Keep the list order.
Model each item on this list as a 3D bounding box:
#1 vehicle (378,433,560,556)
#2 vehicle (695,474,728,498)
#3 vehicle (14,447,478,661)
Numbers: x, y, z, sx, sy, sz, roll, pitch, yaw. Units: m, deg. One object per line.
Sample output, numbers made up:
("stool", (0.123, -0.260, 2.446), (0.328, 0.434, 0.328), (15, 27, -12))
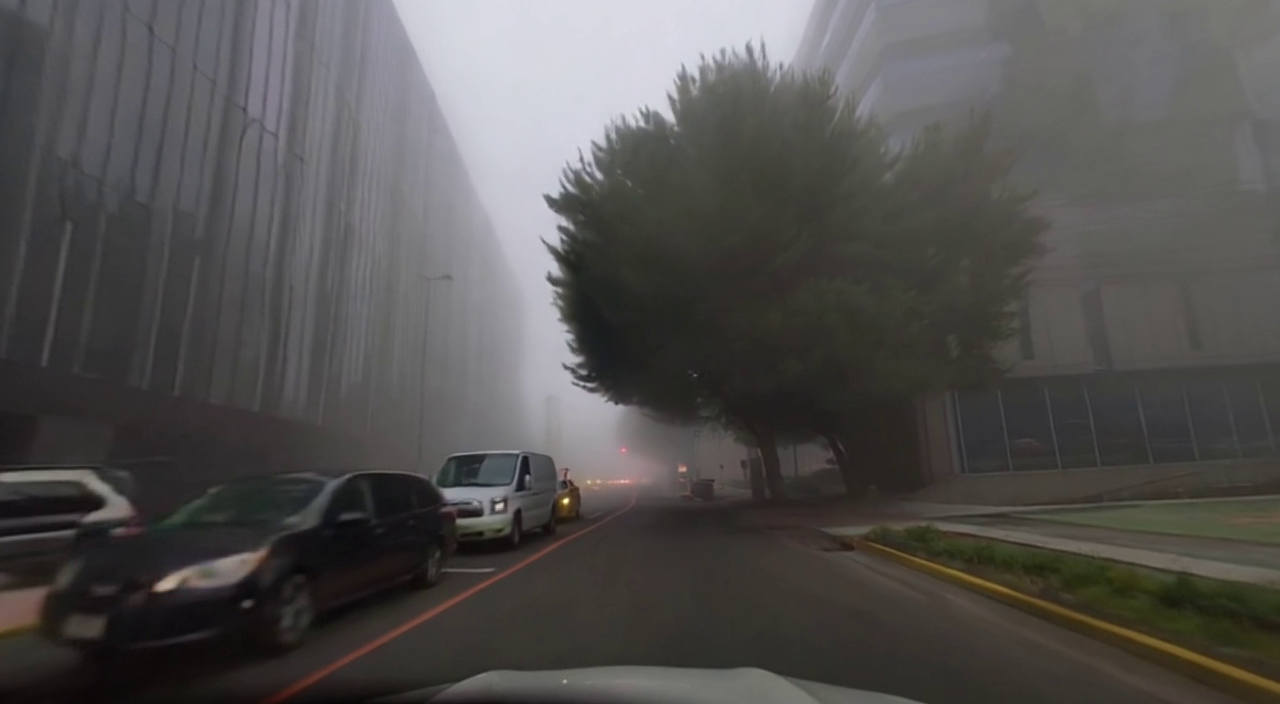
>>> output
("vehicle", (-3.228, 2.888, 13.216), (2.148, 2.024, 4.884), (0, -11, 3))
("vehicle", (4.635, 8.777, 41.526), (1.899, 1.470, 3.666), (0, -11, 2))
("vehicle", (-3.463, 1.911, 6.922), (1.853, 1.495, 4.632), (-2, -11, 4))
